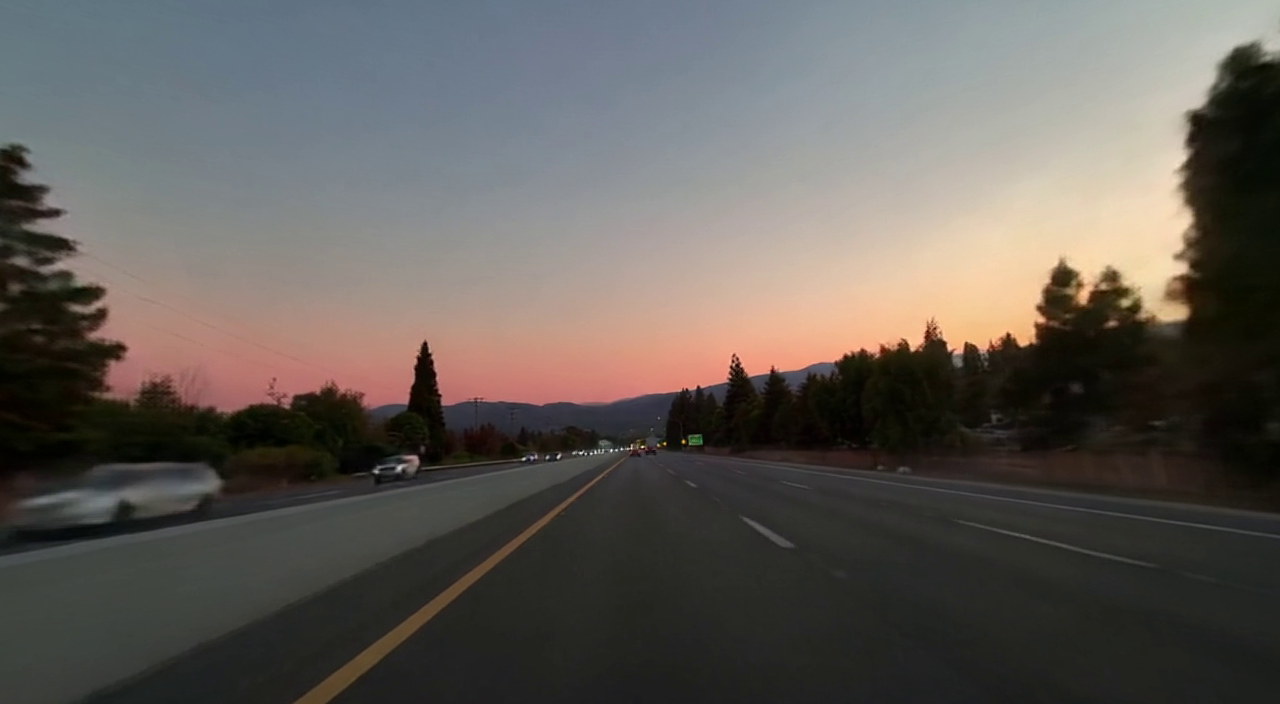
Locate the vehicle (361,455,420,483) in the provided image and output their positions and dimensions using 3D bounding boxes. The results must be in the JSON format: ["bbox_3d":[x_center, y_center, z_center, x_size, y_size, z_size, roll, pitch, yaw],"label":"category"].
[{"bbox_3d":[-16.664,7.809,42.442,2.072,1.695,4.554,0,-9,0],"label":"vehicle"}]

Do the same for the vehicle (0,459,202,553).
[{"bbox_3d":[-12.107,3.201,13.771,1.965,1.625,4.322,0,-9,0],"label":"vehicle"}]
